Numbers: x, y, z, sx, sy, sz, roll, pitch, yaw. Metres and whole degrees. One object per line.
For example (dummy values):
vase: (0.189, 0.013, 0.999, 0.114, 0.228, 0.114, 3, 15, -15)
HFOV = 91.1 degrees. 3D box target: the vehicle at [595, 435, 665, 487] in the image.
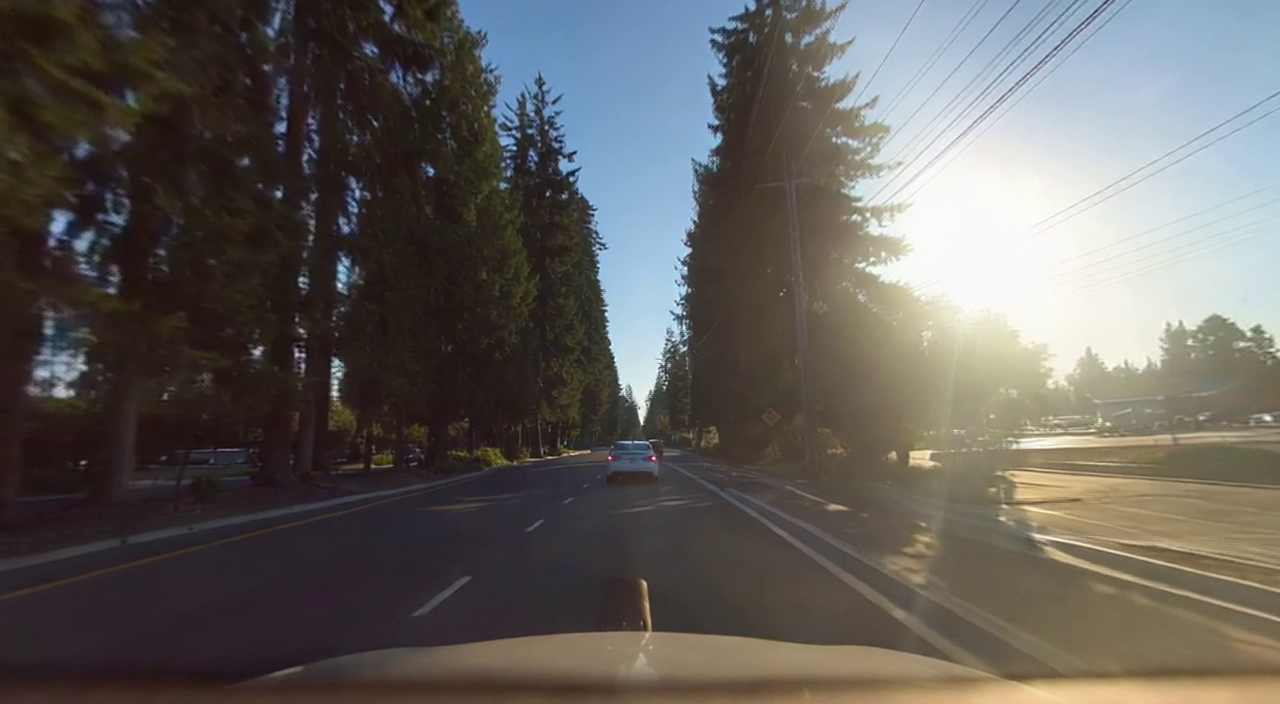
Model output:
vehicle: (-0.280, 3.433, 20.085, 1.991, 1.463, 3.988, 0, -8, 0)
